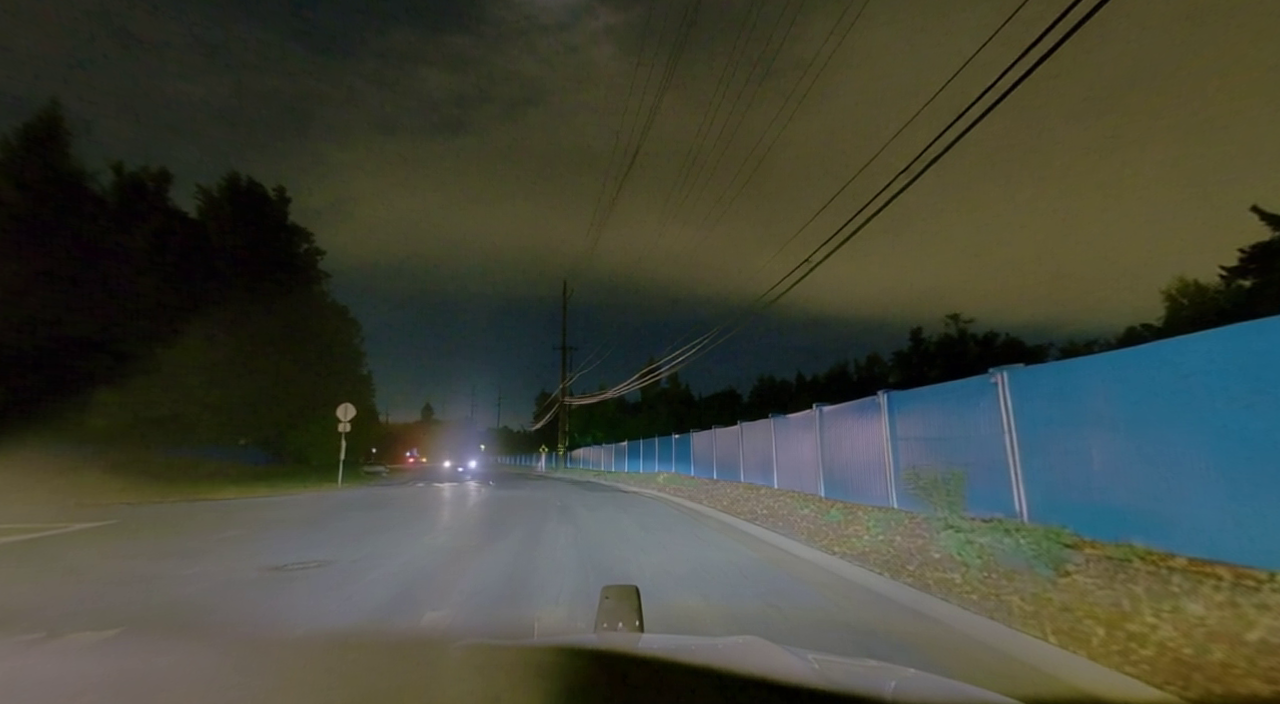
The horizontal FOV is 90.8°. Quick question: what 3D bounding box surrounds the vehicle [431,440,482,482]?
[{"bbox_3d":[-9.056,5.376,31.471,2.185,1.901,4.177,2,-9,-14],"label":"vehicle"}]
